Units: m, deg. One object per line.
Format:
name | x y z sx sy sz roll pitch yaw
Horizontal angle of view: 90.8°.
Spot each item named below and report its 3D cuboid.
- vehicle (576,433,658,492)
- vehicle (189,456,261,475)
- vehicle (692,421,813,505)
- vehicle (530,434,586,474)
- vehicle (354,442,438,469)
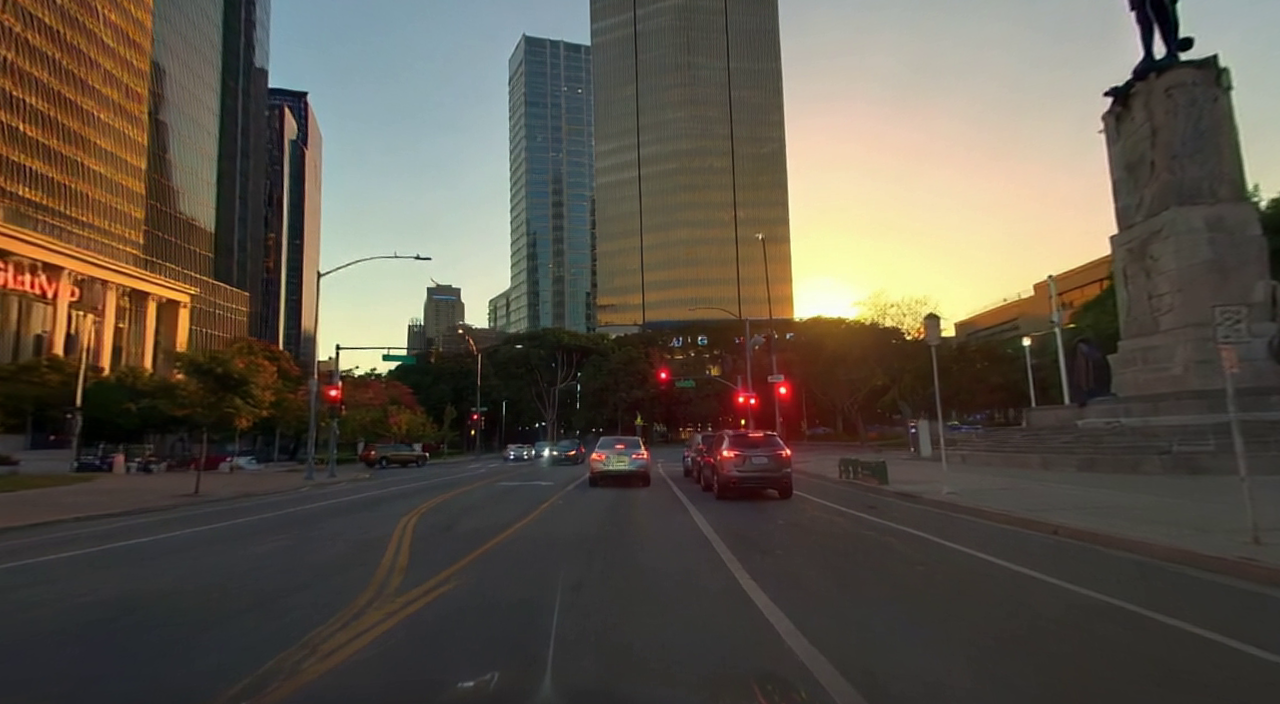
vehicle | -0.597 3.123 18.206 2.096 1.492 4.071 0 -9 0
vehicle | -32.392 8.830 49.363 4.392 1.427 1.764 0 -9 0
vehicle | 2.594 2.715 15.809 2.096 1.775 4.440 0 -9 -1
vehicle | -3.591 4.598 28.694 2.045 1.633 4.864 0 -9 -2
vehicle | -16.556 7.032 43.048 4.855 1.769 2.071 0 -9 -1
